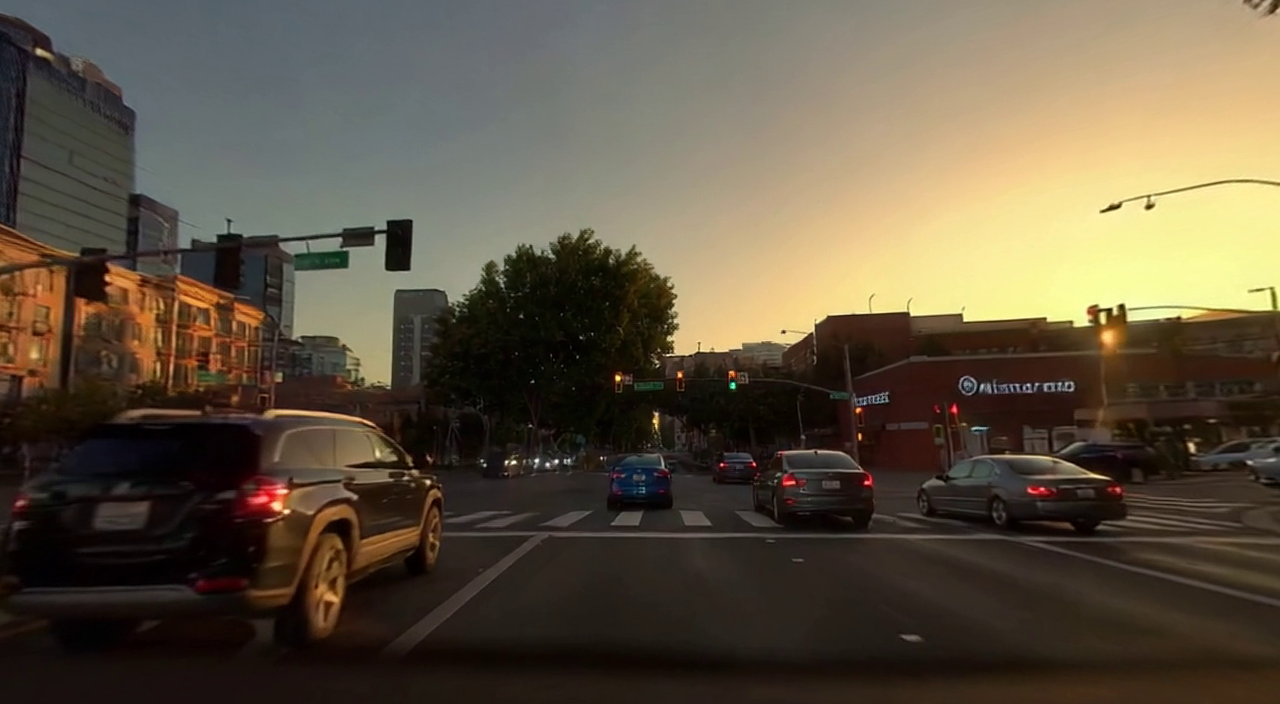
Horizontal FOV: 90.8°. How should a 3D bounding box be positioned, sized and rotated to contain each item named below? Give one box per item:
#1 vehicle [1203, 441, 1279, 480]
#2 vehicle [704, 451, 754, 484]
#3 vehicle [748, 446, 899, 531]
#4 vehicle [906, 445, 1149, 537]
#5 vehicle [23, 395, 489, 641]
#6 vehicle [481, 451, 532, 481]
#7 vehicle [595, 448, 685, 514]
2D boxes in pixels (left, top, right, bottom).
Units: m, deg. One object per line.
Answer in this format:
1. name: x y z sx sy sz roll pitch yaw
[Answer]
1. vehicle: 30.259 5.163 30.153 4.581 1.765 1.943 -1 -9 7
2. vehicle: 4.422 5.830 32.142 1.888 1.472 4.528 0 -8 0
3. vehicle: 3.677 2.779 13.552 2.020 1.513 4.120 0 -8 1
4. vehicle: 7.455 2.659 12.898 2.004 1.508 4.646 0 -8 0
5. vehicle: -3.476 1.609 7.333 2.160 1.823 5.115 0 -8 0
6. vehicle: -7.876 6.734 37.661 1.962 1.639 4.259 0 -8 3
7. vehicle: 0.018 3.305 16.703 2.098 1.477 3.897 0 -8 0
